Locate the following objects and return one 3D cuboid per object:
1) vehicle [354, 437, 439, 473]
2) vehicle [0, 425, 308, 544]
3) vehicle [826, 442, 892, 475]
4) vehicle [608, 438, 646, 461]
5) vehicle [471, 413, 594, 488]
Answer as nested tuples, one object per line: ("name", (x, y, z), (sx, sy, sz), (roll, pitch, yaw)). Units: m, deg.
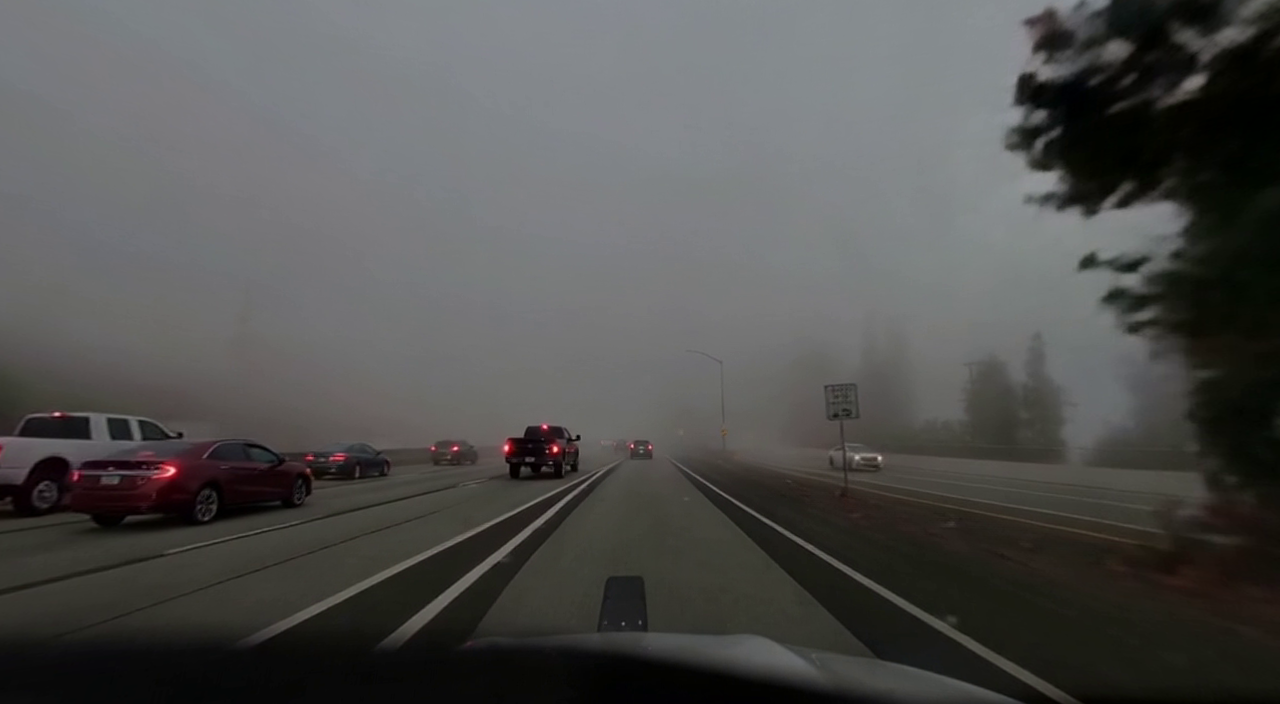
("vehicle", (-10.849, 4.611, 28.418), (1.884, 1.453, 4.579), (0, -8, 2))
("vehicle", (-7.635, 1.989, 10.162), (1.964, 1.481, 4.425), (0, -8, 2))
("vehicle", (11.973, 5.828, 34.666), (2.048, 1.720, 4.524), (0, -8, 1))
("vehicle", (-0.854, 6.733, 43.517), (2.013, 1.444, 4.447), (-1, -8, 6))
("vehicle", (-3.251, 3.225, 20.902), (2.815, 2.092, 6.526), (0, -8, 1))
